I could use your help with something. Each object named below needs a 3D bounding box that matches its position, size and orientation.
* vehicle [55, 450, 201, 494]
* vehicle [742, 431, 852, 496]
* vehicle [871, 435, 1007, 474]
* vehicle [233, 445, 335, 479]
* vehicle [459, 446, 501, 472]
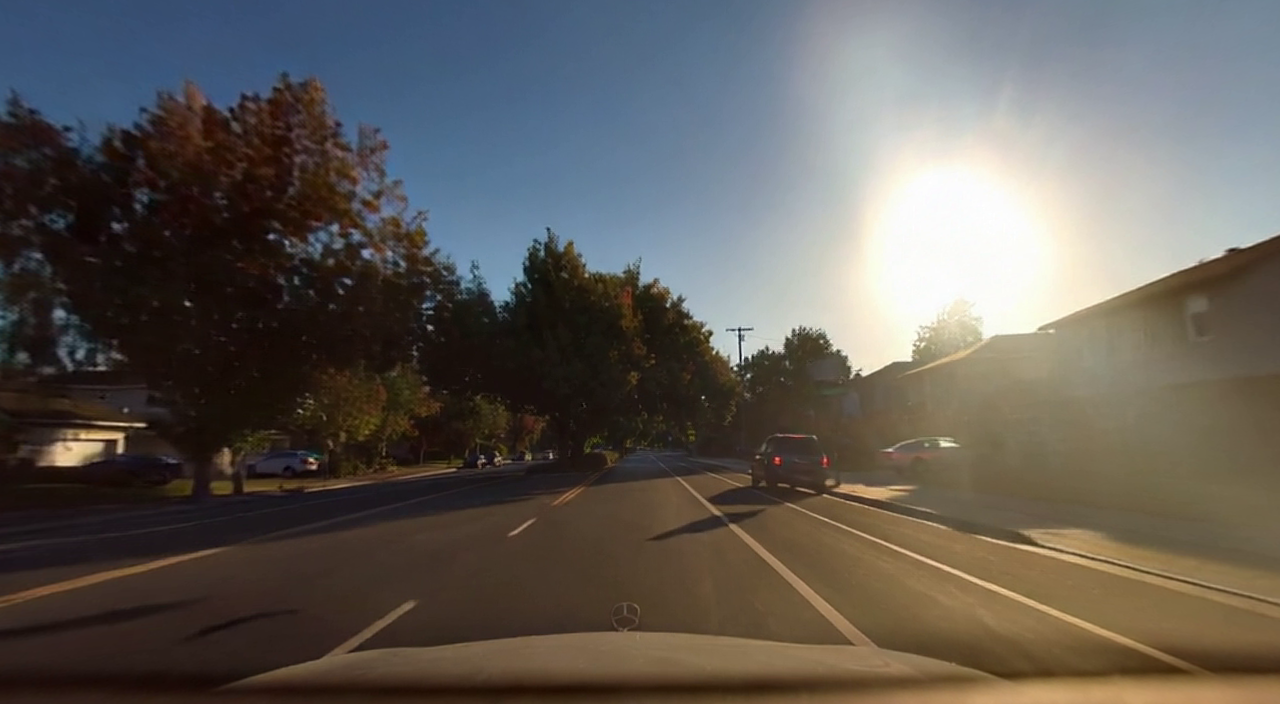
[{"bbox_3d":[-21.194,4.965,26.318,4.272,1.688,1.990,0,-9,-1],"label":"vehicle"},{"bbox_3d":[4.804,3.504,20.234,2.196,1.801,4.778,0,-8,-1],"label":"vehicle"},{"bbox_3d":[12.158,4.192,25.948,4.577,1.490,1.903,0,-8,0],"label":"vehicle"},{"bbox_3d":[-20.732,6.413,36.934,4.698,1.862,2.116,0,-9,2],"label":"vehicle"},{"bbox_3d":[-12.484,8.373,49.607,2.003,1.804,4.554,-1,-7,1],"label":"vehicle"}]
